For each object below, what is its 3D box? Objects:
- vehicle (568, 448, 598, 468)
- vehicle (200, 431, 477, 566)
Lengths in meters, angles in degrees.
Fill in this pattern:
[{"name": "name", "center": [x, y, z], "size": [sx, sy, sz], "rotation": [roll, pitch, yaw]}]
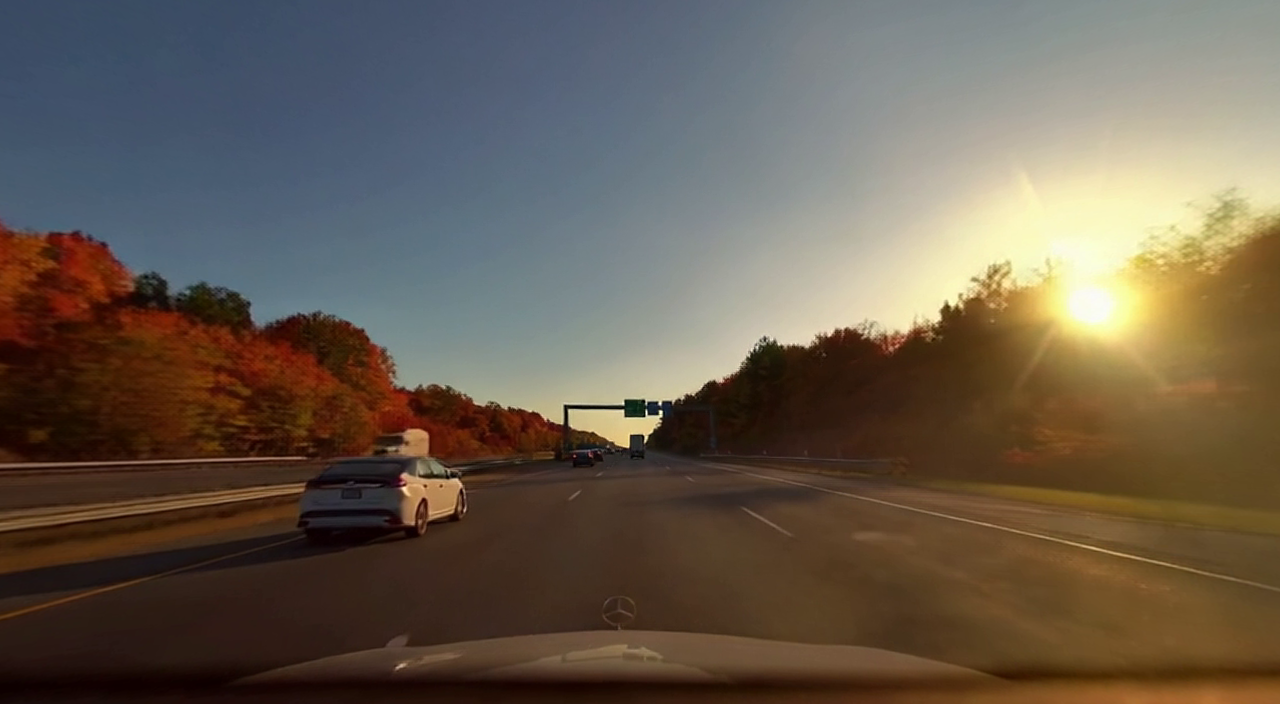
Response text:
[{"name": "vehicle", "center": [-4.384, 8.140, 48.396], "size": [1.963, 1.475, 3.665], "rotation": [0, -9, 0]}, {"name": "vehicle", "center": [-4.004, 2.005, 9.293], "size": [2.071, 1.525, 4.058], "rotation": [0, -9, 0]}]
